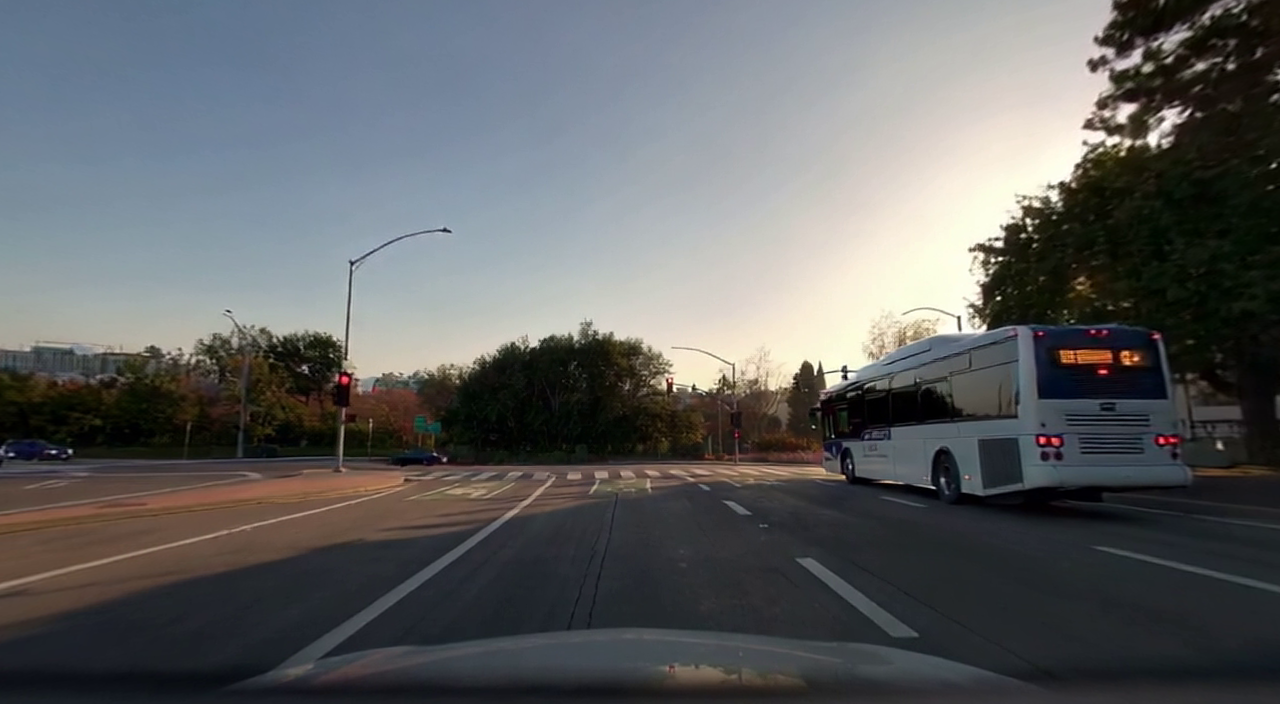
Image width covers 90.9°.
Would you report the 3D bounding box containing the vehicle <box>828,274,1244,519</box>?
[{"bbox_3d":[8.361,1.677,16.971,2.916,4.009,13.397,0,-9,2],"label":"vehicle"}]
